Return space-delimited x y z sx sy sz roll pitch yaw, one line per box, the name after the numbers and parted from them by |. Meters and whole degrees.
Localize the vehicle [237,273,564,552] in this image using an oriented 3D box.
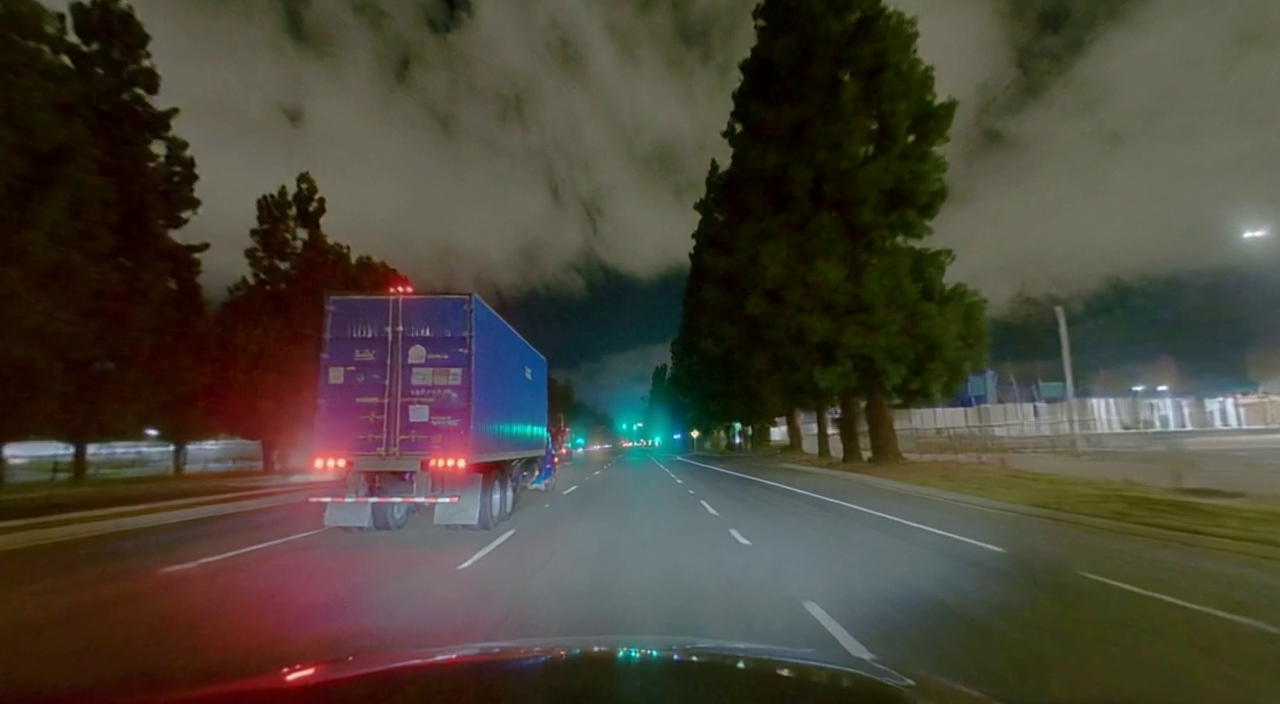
-3.381 1.302 11.932 2.910 3.419 8.376 0 -8 0 | vehicle
